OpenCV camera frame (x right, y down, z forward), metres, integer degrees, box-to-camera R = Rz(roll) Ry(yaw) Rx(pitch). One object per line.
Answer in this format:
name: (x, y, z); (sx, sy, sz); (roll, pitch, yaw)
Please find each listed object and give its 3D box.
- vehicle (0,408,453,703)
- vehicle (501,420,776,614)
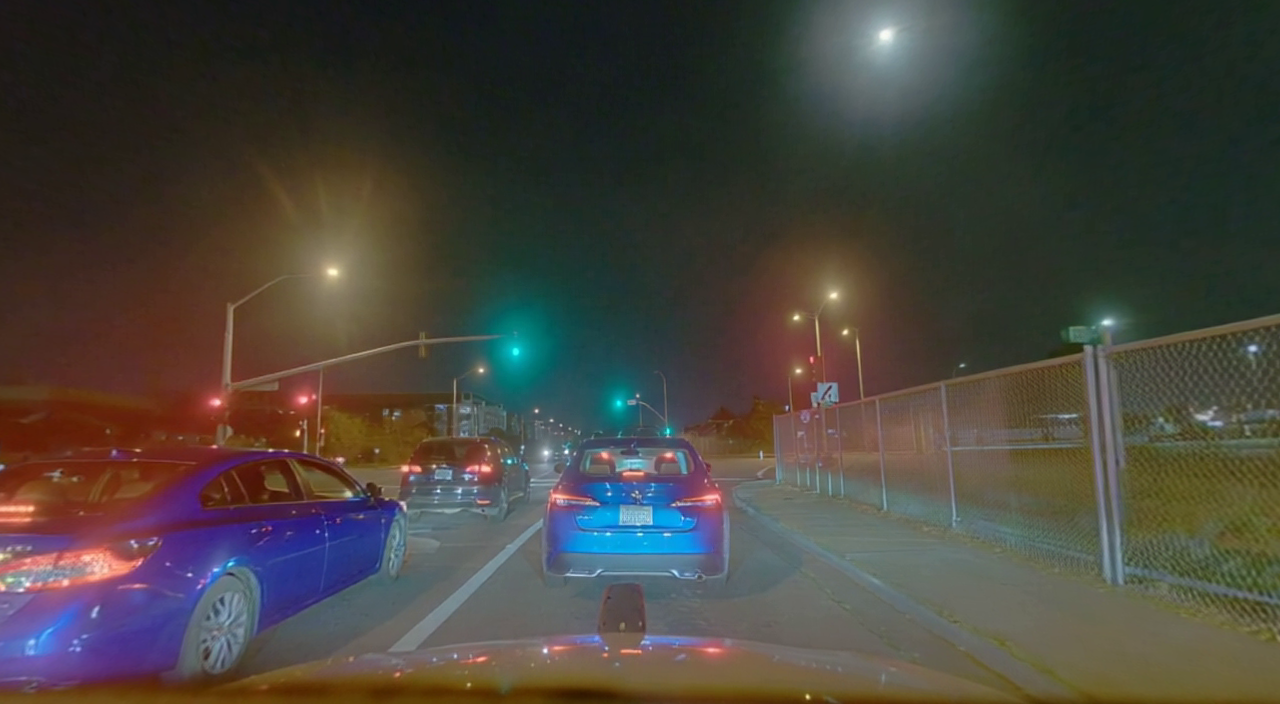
vehicle: (-3.204, 1.323, 4.893); (1.971, 1.488, 4.581); (0, -9, 1)
vehicle: (-0.010, 1.604, 7.025); (2.144, 1.514, 4.063); (0, -9, 0)
